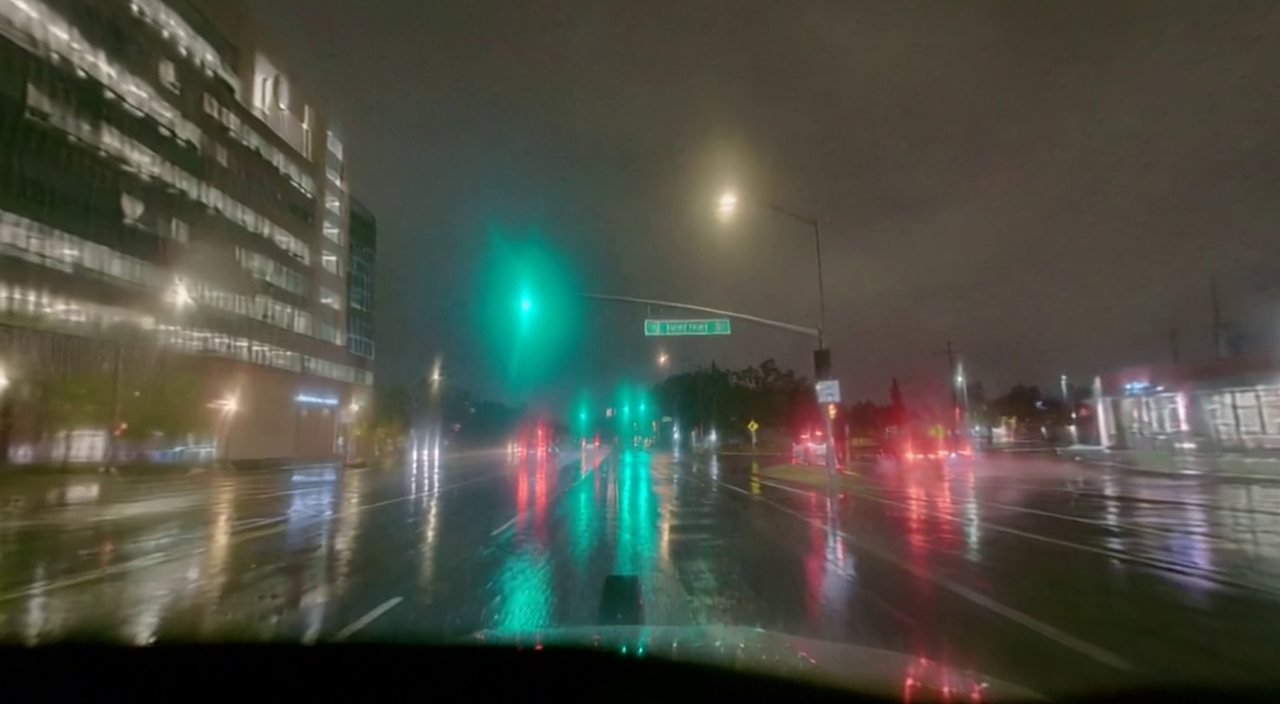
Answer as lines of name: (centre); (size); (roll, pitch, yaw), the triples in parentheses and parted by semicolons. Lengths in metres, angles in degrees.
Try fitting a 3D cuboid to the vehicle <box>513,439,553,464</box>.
vehicle: (-7.202, 6.778, 43.066); (1.909, 1.605, 4.561); (0, -9, 0)
